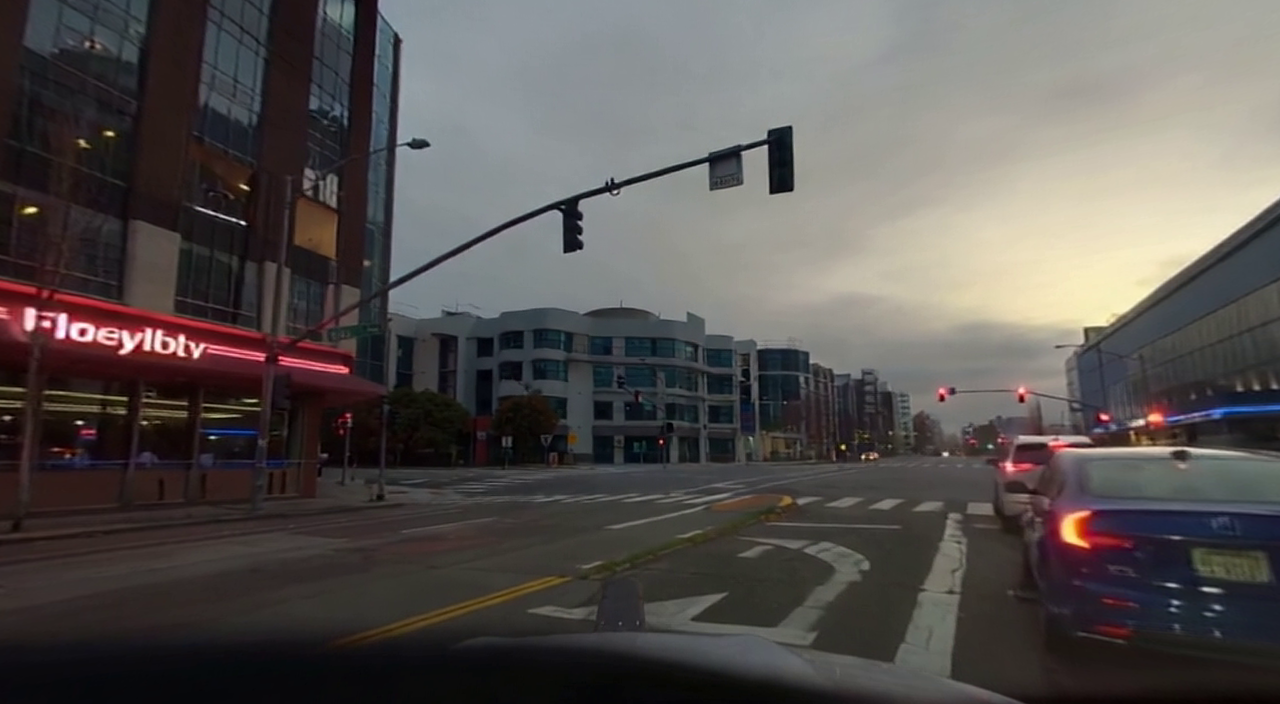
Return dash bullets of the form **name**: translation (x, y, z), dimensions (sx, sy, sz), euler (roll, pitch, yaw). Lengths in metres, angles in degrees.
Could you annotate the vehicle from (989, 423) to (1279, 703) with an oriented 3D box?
- **vehicle**: translation (3.931, 1.362, 4.863), dimensions (1.872, 1.459, 4.483), euler (-4, -9, 26)
